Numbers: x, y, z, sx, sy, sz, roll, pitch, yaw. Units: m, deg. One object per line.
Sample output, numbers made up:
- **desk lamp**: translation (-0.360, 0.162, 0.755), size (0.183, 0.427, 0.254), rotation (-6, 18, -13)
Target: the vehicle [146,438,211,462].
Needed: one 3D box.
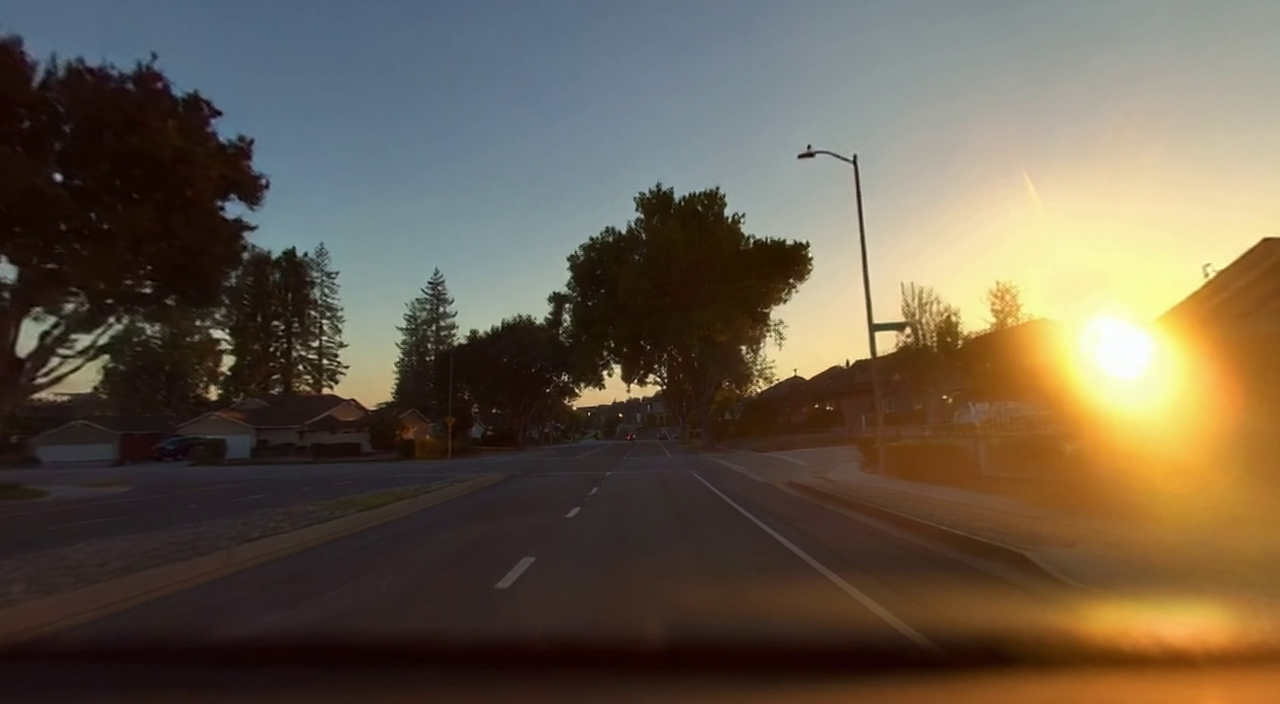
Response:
- **vehicle**: translation (-29.900, 6.339, 41.081), size (1.991, 1.435, 4.421), rotation (2, -9, -17)
